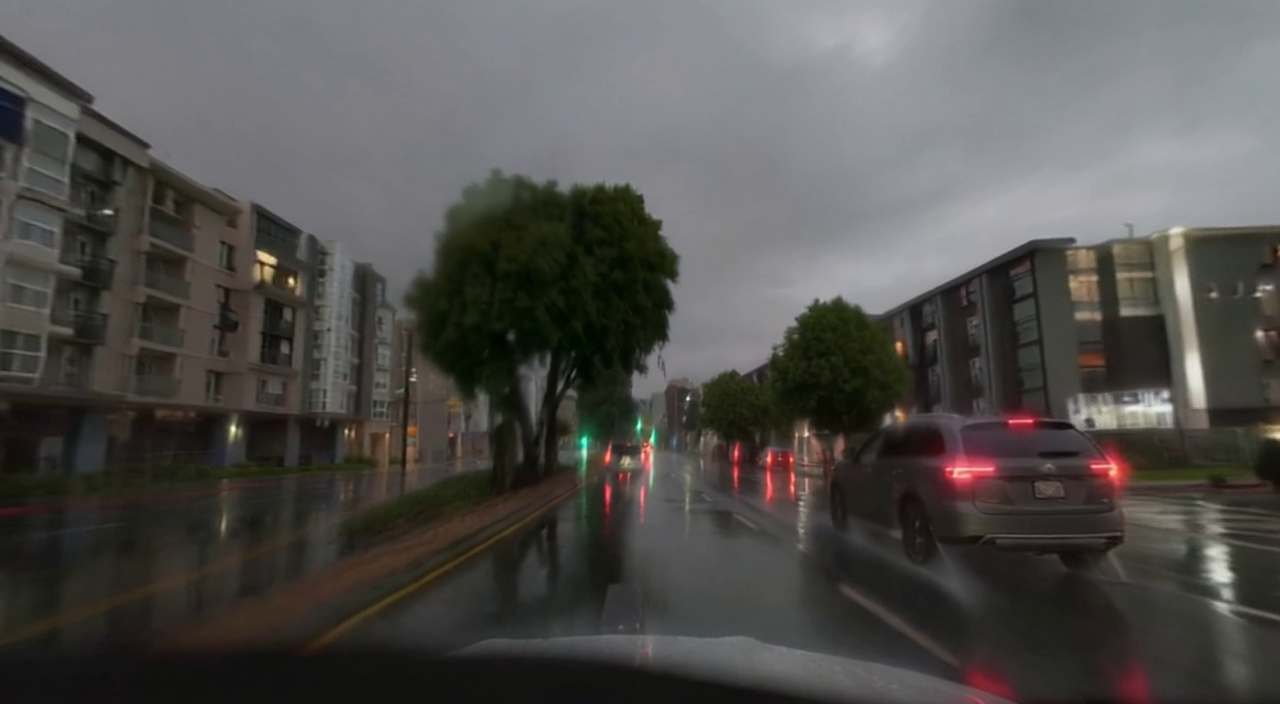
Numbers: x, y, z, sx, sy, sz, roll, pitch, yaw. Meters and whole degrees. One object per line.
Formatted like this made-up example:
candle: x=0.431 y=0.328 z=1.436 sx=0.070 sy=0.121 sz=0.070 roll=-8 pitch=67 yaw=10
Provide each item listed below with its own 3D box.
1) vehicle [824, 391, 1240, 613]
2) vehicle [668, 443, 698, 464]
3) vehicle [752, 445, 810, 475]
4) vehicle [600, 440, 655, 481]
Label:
vehicle: x=3.669 y=1.470 z=7.022 sx=1.949 sy=1.723 sz=4.020 roll=0 pitch=-9 yaw=-1
vehicle: x=3.263 y=7.810 z=48.713 sx=1.910 sy=1.474 sz=4.003 roll=0 pitch=-9 yaw=-2
vehicle: x=7.504 y=5.778 z=34.125 sx=1.962 sy=1.484 sz=4.644 roll=0 pitch=-9 yaw=-2
vehicle: x=-0.440 y=4.247 z=24.911 sx=2.006 sy=1.487 sz=3.535 roll=0 pitch=-9 yaw=1
